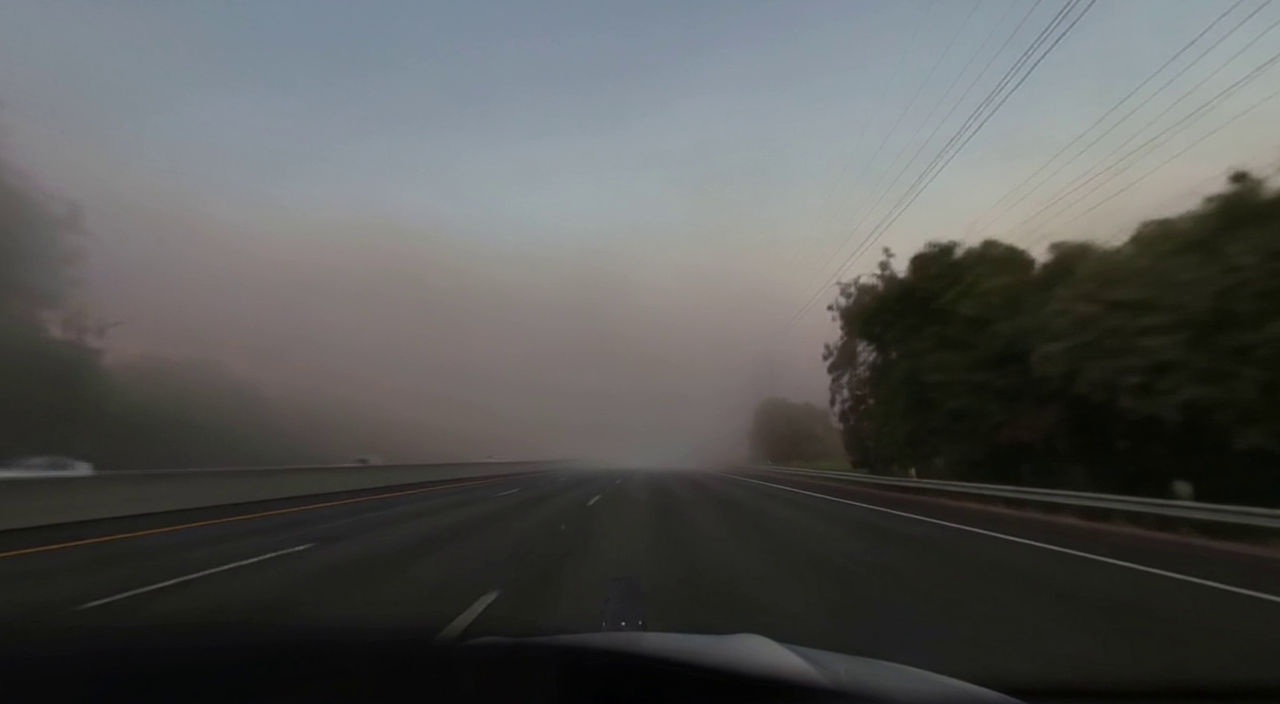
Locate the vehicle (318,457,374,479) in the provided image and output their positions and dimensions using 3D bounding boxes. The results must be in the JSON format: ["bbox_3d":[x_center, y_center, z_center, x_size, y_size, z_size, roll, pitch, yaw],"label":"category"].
[{"bbox_3d":[-21.547,8.517,46.383,1.824,1.485,4.647,0,-9,1],"label":"vehicle"}]
